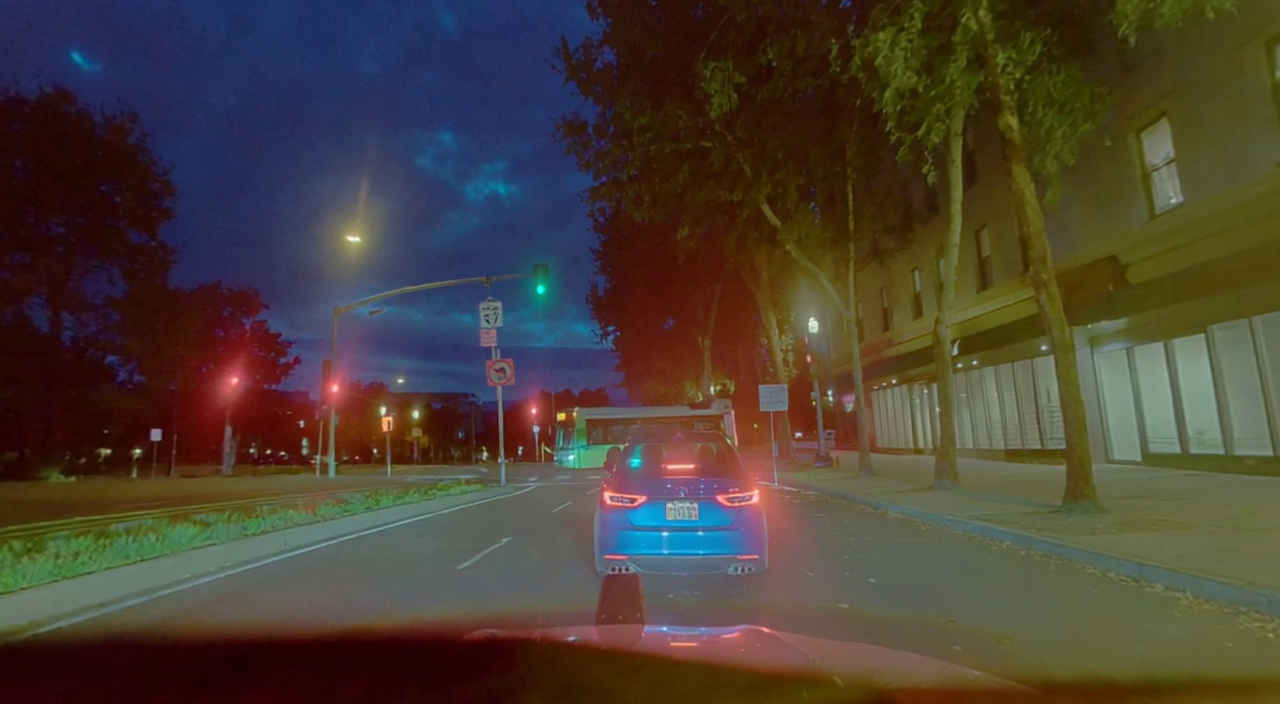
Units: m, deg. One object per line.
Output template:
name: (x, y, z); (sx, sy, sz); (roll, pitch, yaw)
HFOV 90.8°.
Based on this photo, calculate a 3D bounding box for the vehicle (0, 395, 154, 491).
vehicle: (-25.971, 3.644, 25.311); (2.692, 3.685, 10.153); (-3, -9, 20)

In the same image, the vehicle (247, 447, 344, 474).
vehicle: (-20.363, 6.379, 37.585); (1.883, 1.461, 4.830); (-4, -9, 23)

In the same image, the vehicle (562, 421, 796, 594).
vehicle: (0.367, 1.625, 7.396); (2.006, 1.470, 3.799); (0, -8, 1)
